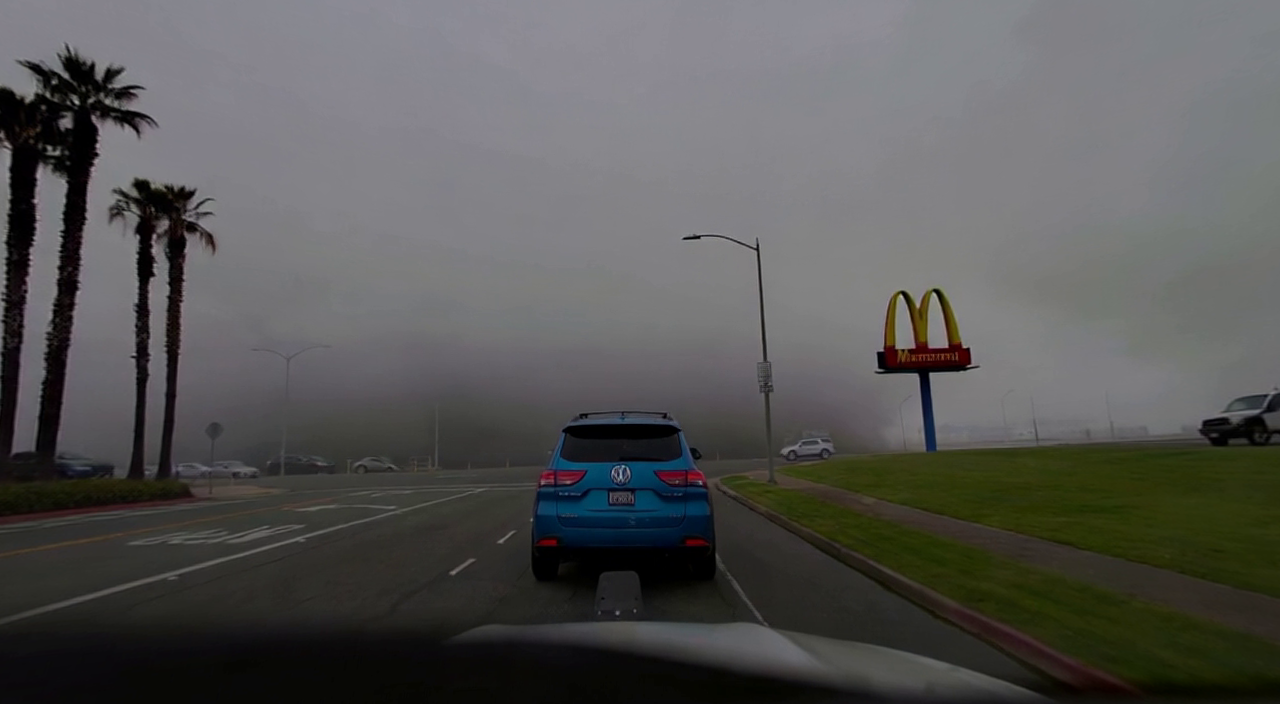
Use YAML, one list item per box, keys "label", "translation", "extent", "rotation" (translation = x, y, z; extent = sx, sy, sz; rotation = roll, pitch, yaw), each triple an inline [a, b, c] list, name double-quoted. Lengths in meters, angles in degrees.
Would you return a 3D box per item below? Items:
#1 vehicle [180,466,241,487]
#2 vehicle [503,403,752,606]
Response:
- label: "vehicle"
  translation: [-33.267, 9.655, 49.023]
  extent: [1.792, 1.439, 3.952]
  rotation: [-1, -9, 3]
- label: "vehicle"
  translation: [-0.149, 1.610, 7.484]
  extent: [2.137, 1.728, 3.926]
  rotation: [0, -9, -1]
